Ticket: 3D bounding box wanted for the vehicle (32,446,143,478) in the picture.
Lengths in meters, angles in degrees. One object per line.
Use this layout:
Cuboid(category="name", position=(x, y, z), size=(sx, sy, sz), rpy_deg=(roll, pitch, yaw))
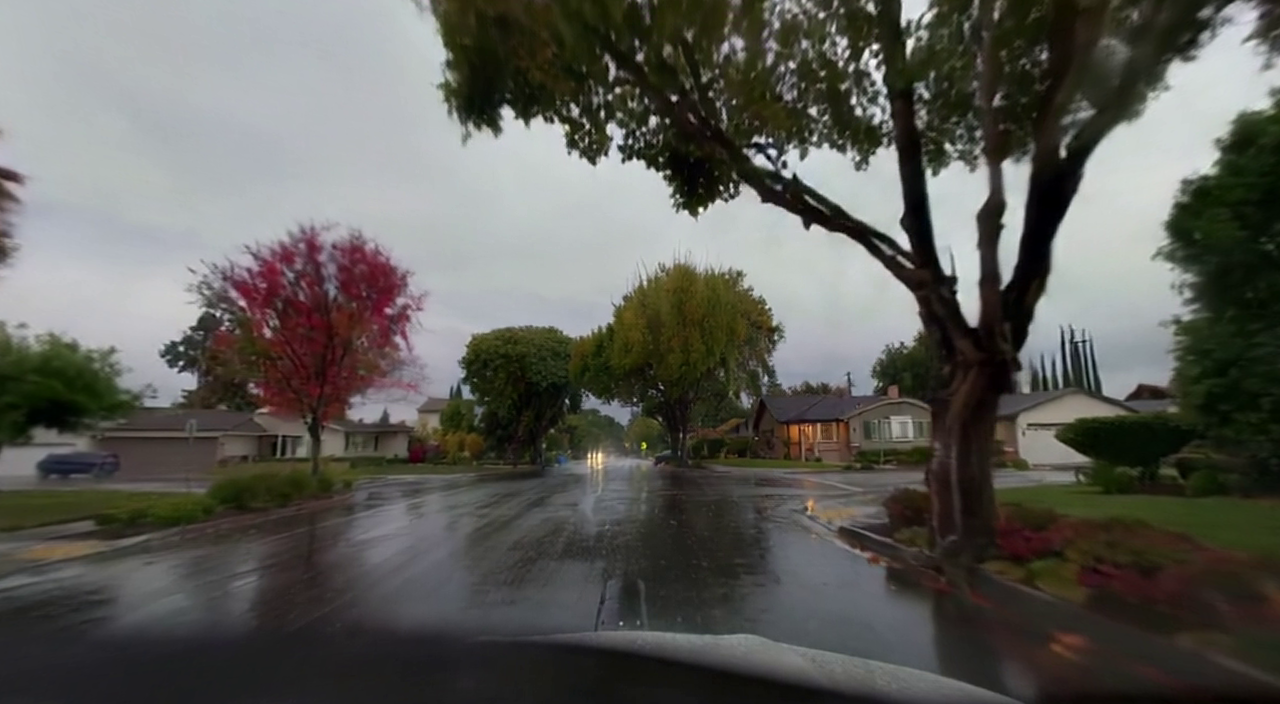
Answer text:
Cuboid(category="vehicle", position=(-30.216, 6.049, 34.677), size=(4.023, 1.692, 2.024), rpy_deg=(0, -10, -2))
